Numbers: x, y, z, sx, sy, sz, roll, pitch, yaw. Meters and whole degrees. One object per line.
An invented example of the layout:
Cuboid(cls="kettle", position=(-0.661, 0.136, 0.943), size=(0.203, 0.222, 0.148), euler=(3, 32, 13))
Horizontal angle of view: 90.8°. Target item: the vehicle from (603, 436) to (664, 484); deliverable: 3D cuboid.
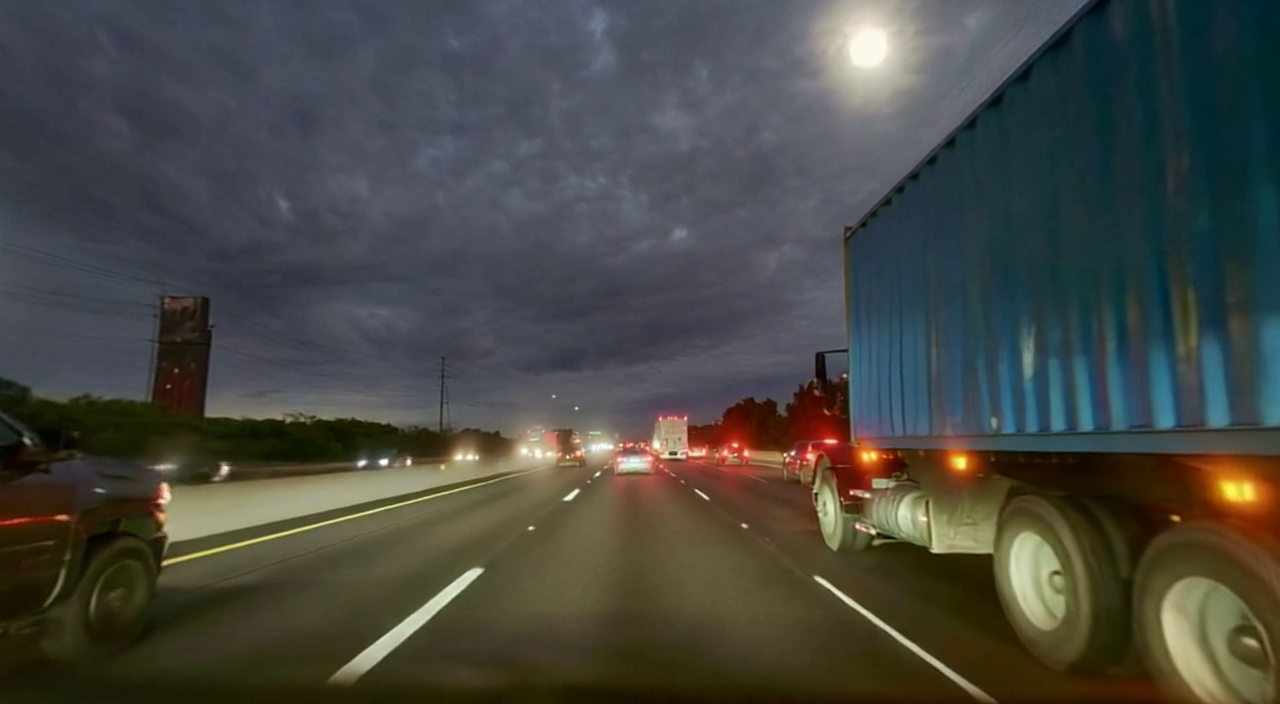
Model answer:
Cuboid(cls="vehicle", position=(-0.244, 4.177, 24.674), size=(2.191, 1.685, 4.015), euler=(0, -9, 0))

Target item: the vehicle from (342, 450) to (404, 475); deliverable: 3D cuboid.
Cuboid(cls="vehicle", position=(-16.993, 7.008, 40.468), size=(1.891, 1.476, 4.625), euler=(0, -9, 0))

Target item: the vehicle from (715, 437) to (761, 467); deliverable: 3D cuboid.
Cuboid(cls="vehicle", position=(6.955, 7.179, 45.475), size=(2.302, 1.973, 5.502), euler=(0, -9, -1))

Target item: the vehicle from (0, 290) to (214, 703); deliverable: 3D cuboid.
Cuboid(cls="vehicle", position=(-4.199, 0.496, 1.344), size=(2.323, 2.046, 6.006), euler=(0, -9, 1))

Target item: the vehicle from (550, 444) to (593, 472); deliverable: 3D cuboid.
Cuboid(cls="vehicle", position=(-3.942, 6.154, 36.943), size=(2.025, 1.498, 4.675), euler=(0, -9, 0))

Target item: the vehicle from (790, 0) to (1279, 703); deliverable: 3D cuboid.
Cuboid(cls="vehicle", position=(3.529, -0.050, 3.925), size=(3.013, 3.940, 7.933), euler=(0, -9, -1))
